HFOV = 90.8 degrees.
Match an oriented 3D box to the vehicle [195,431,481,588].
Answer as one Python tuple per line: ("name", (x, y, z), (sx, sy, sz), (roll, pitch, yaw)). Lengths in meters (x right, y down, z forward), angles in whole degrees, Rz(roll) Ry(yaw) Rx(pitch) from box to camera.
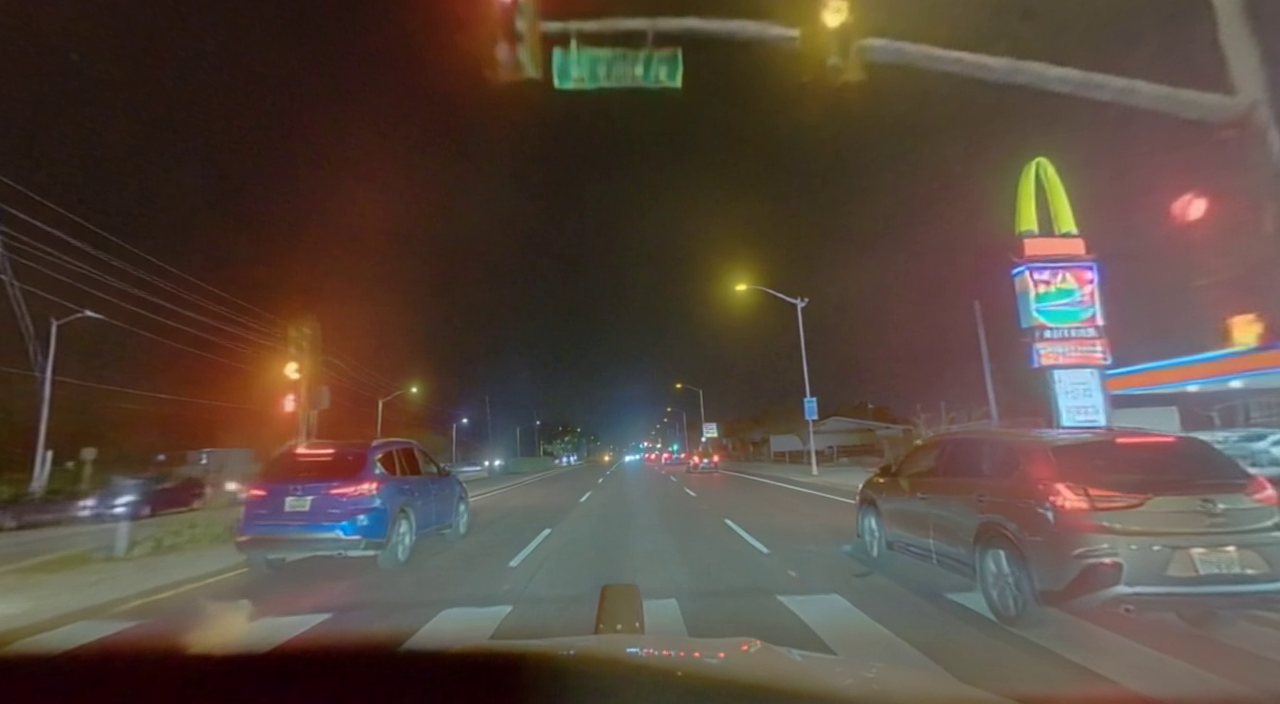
("vehicle", (-3.685, 1.955, 8.713), (1.935, 1.617, 4.045), (0, -8, 0))

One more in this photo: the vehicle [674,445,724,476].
("vehicle", (3.366, 6.246, 36.700), (2.066, 1.699, 4.419), (0, -8, -5))

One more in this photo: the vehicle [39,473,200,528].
("vehicle", (-17.768, 5.045, 21.904), (1.817, 1.483, 4.426), (0, -8, -1))

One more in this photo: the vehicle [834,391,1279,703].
("vehicle", (3.512, 1.361, 5.644), (2.085, 1.655, 4.459), (0, -8, -1))
